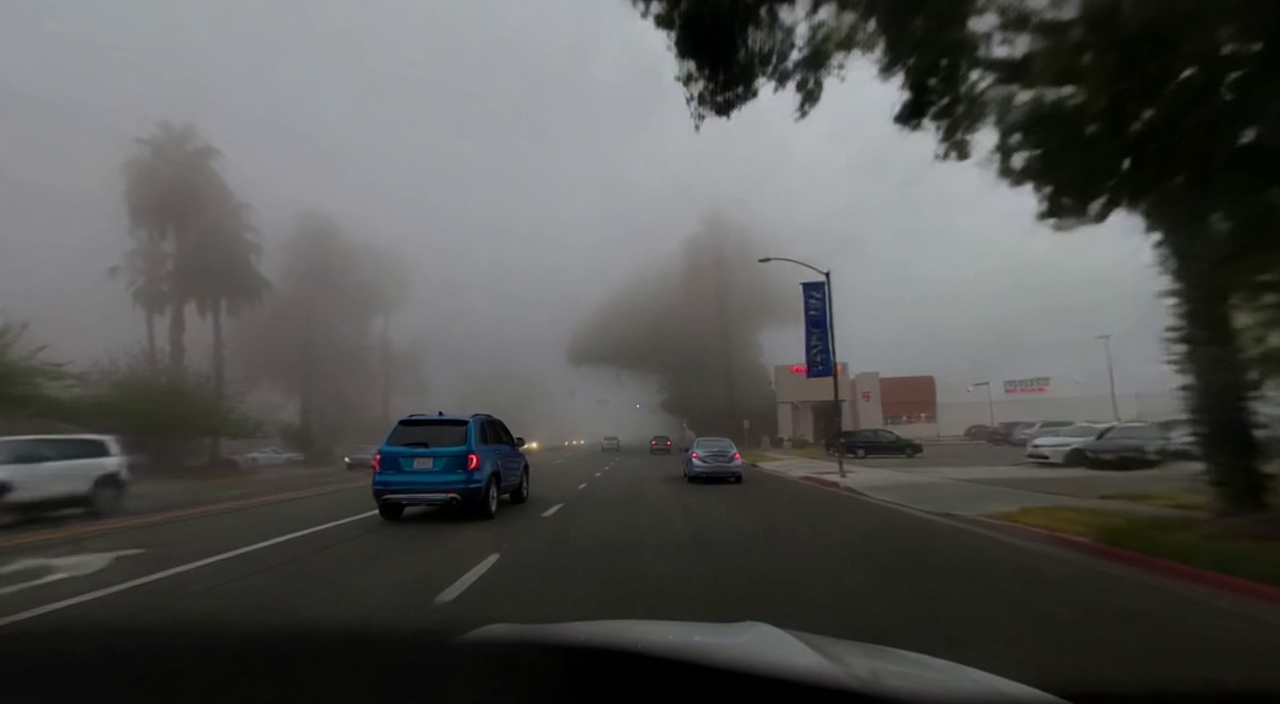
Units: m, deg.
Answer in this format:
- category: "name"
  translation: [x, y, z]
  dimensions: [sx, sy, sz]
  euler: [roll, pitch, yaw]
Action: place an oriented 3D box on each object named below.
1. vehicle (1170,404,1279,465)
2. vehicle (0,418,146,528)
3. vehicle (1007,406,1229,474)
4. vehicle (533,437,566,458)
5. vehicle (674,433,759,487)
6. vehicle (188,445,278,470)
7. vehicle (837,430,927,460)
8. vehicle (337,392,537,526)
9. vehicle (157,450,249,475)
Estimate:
- category: "vehicle"
  translation: [18.642, 2.481, 18.776]
  dimensions: [4.591, 1.666, 1.901]
  euler: [2, -9, -15]
- category: "vehicle"
  translation: [-11.579, 2.015, 10.552]
  dimensions: [2.110, 1.790, 5.333]
  euler: [0, -8, 2]
- category: "vehicle"
  translation: [13.198, 2.501, 17.876]
  dimensions: [1.887, 1.630, 4.705]
  euler: [2, -9, -16]
- category: "vehicle"
  translation: [-6.573, 6.991, 46.099]
  dimensions: [1.751, 1.445, 4.340]
  euler: [0, -8, 1]
- category: "vehicle"
  translation: [2.234, 3.321, 19.751]
  dimensions: [1.919, 1.472, 4.470]
  euler: [0, -8, -3]
- category: "vehicle"
  translation: [-27.171, 7.015, 42.150]
  dimensions: [4.697, 1.521, 2.017]
  euler: [8, -11, -43]
- category: "vehicle"
  translation: [12.045, 4.643, 31.568]
  dimensions: [1.874, 1.386, 3.745]
  euler: [6, -10, -36]
- category: "vehicle"
  translation: [-3.397, 1.924, 11.703]
  dimensions: [2.152, 1.987, 4.527]
  euler: [0, -8, 0]
- category: "vehicle"
  translation: [-26.700, 6.733, 38.560]
  dimensions: [2.011, 1.395, 4.238]
  euler: [-8, -11, 44]
